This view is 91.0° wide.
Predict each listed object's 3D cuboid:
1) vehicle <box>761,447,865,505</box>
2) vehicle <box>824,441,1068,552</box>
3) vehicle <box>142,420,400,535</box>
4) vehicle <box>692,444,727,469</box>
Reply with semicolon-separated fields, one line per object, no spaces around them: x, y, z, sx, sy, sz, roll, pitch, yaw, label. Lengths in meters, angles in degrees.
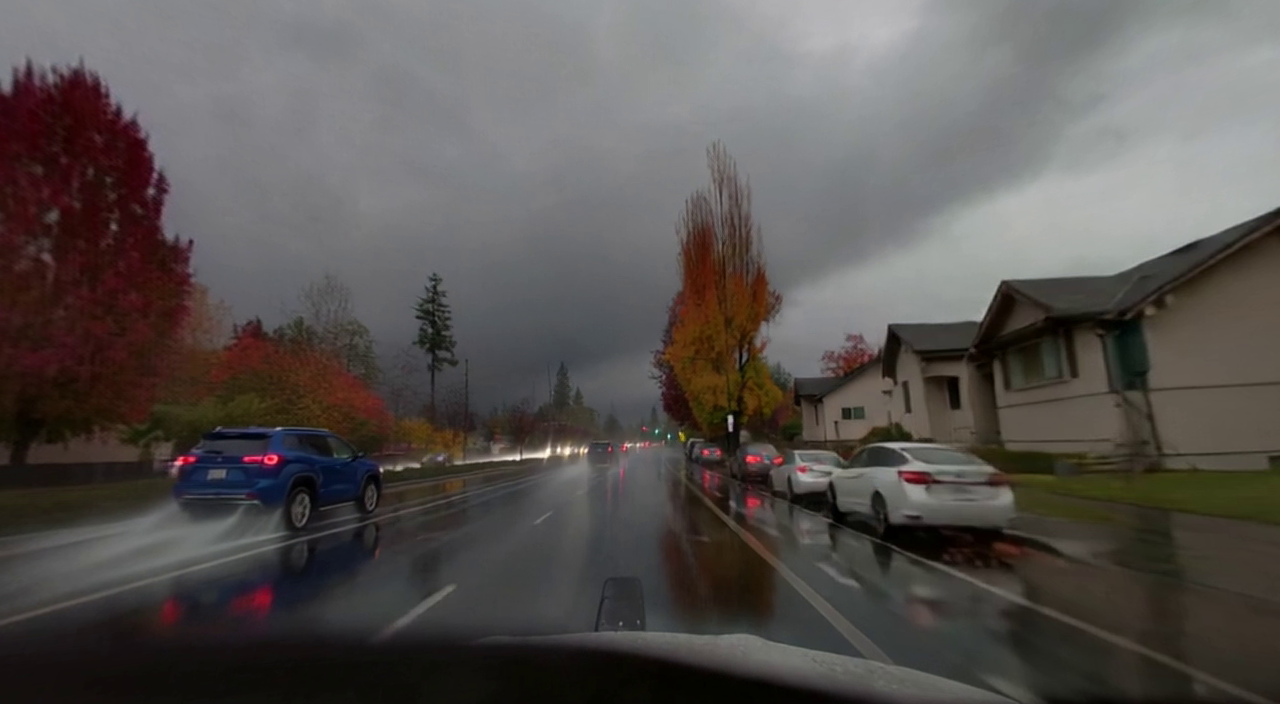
4.887;3.536;18.439;1.824;1.453;4.374;0;-9;0;vehicle
4.906;2.351;11.068;1.952;1.505;4.713;0;-9;0;vehicle
-6.484;2.247;11.869;2.034;1.711;4.512;0;-9;1;vehicle
4.957;7.515;45.348;1.950;1.668;4.414;1;-9;-1;vehicle
